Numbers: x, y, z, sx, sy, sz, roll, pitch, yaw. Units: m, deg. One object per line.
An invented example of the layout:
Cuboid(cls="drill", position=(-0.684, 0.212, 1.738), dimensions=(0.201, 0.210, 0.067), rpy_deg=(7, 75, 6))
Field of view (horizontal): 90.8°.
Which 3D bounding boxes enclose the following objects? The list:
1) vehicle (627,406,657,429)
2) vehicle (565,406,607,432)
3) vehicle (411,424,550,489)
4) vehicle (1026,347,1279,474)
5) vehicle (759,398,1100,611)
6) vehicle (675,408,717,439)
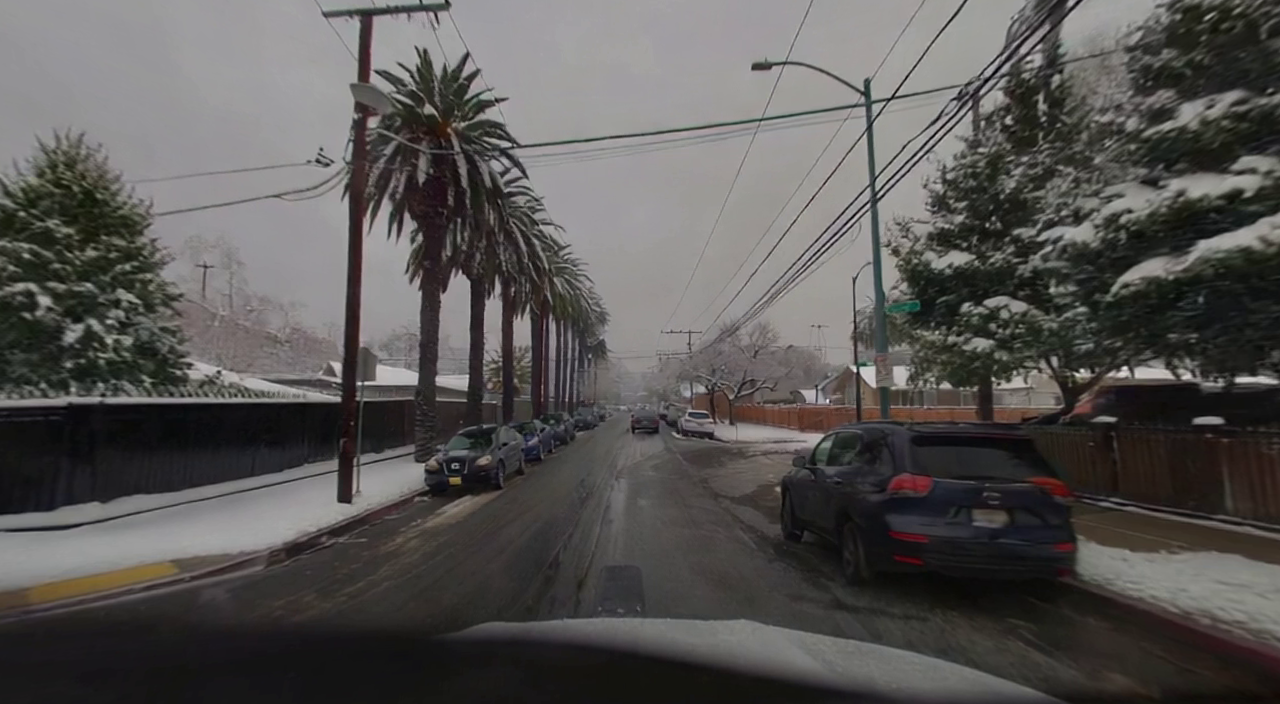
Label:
Cuboid(cls="vehicle", position=(0.119, 4.834, 45.973), dimensions=(2.081, 1.483, 4.599), rpy_deg=(0, -8, 0))
Cuboid(cls="vehicle", position=(-3.690, 4.778, 44.509), dimensions=(2.130, 1.543, 5.386), rpy_deg=(-1, -8, 4))
Cuboid(cls="vehicle", position=(-4.072, 2.819, 17.391), dimensions=(2.157, 1.487, 5.718), rpy_deg=(-1, -8, 2))
Cuboid(cls="vehicle", position=(10.775, 1.322, 12.857), dimensions=(2.302, 2.005, 5.819), rpy_deg=(-1, -8, 2))
Cuboid(cls="vehicle", position=(2.768, 1.573, 7.538), dimensions=(1.895, 1.680, 4.842), rpy_deg=(0, -8, 2))
Cuboid(cls="vehicle", position=(3.173, 4.200, 36.625), dimensions=(2.060, 1.614, 4.652), rpy_deg=(0, -8, 0))
